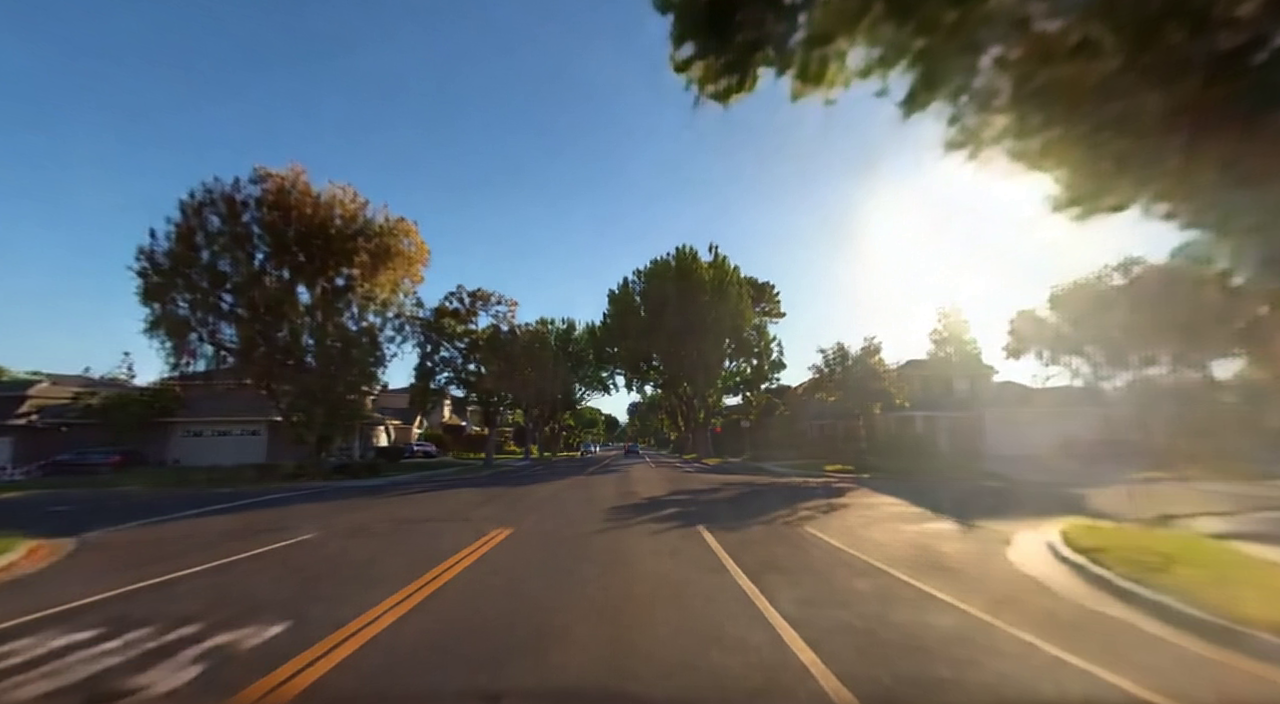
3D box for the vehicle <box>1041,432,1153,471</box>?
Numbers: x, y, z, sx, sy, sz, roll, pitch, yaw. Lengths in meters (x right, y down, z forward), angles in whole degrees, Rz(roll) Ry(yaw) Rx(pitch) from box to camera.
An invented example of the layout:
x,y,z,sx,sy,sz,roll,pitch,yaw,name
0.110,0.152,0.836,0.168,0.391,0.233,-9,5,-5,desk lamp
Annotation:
x,y,z,sx,sy,sz,roll,pitch,yaw,name
22.992,4.973,32.039,1.879,1.584,4.761,1,-5,-5,vehicle
